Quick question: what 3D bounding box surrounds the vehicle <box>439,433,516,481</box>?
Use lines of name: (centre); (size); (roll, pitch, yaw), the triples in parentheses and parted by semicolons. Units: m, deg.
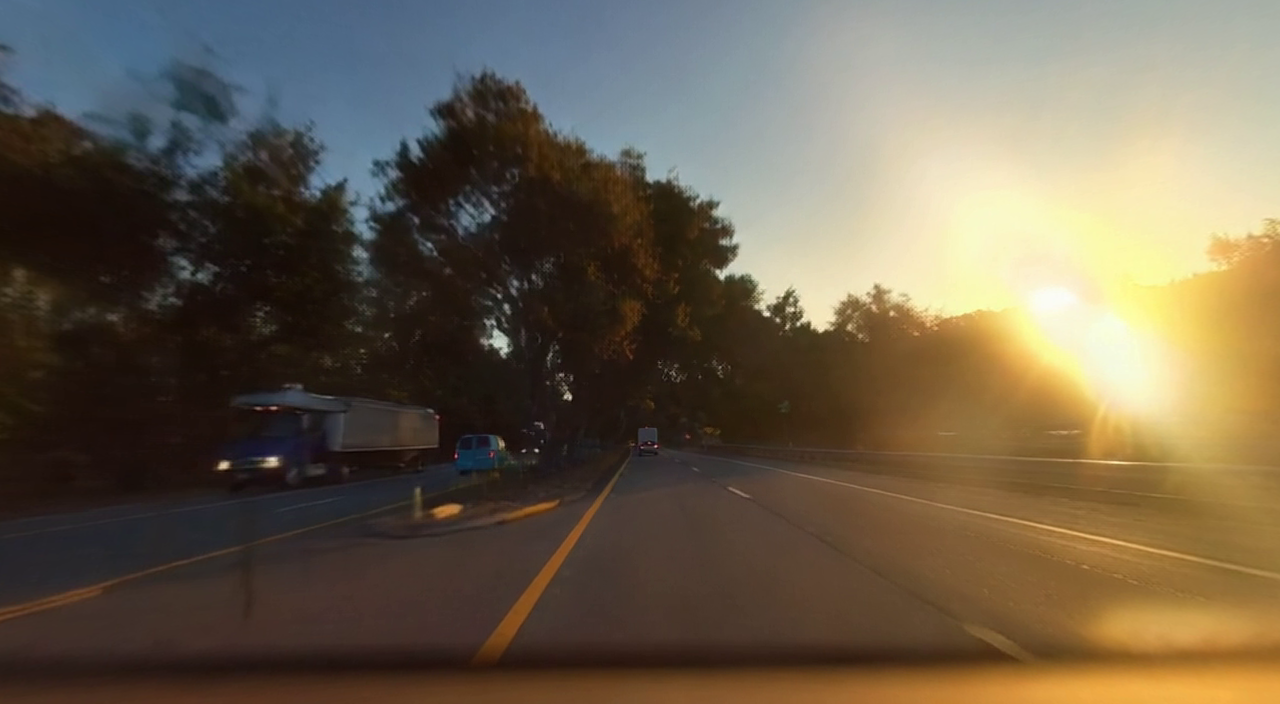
vehicle: (-6.944, 4.530, 27.432); (2.068, 1.897, 4.372); (0, -8, 1)

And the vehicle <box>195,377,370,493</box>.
vehicle: (-14.121, 3.406, 25.694); (3.090, 4.025, 6.471); (1, -8, 1)
